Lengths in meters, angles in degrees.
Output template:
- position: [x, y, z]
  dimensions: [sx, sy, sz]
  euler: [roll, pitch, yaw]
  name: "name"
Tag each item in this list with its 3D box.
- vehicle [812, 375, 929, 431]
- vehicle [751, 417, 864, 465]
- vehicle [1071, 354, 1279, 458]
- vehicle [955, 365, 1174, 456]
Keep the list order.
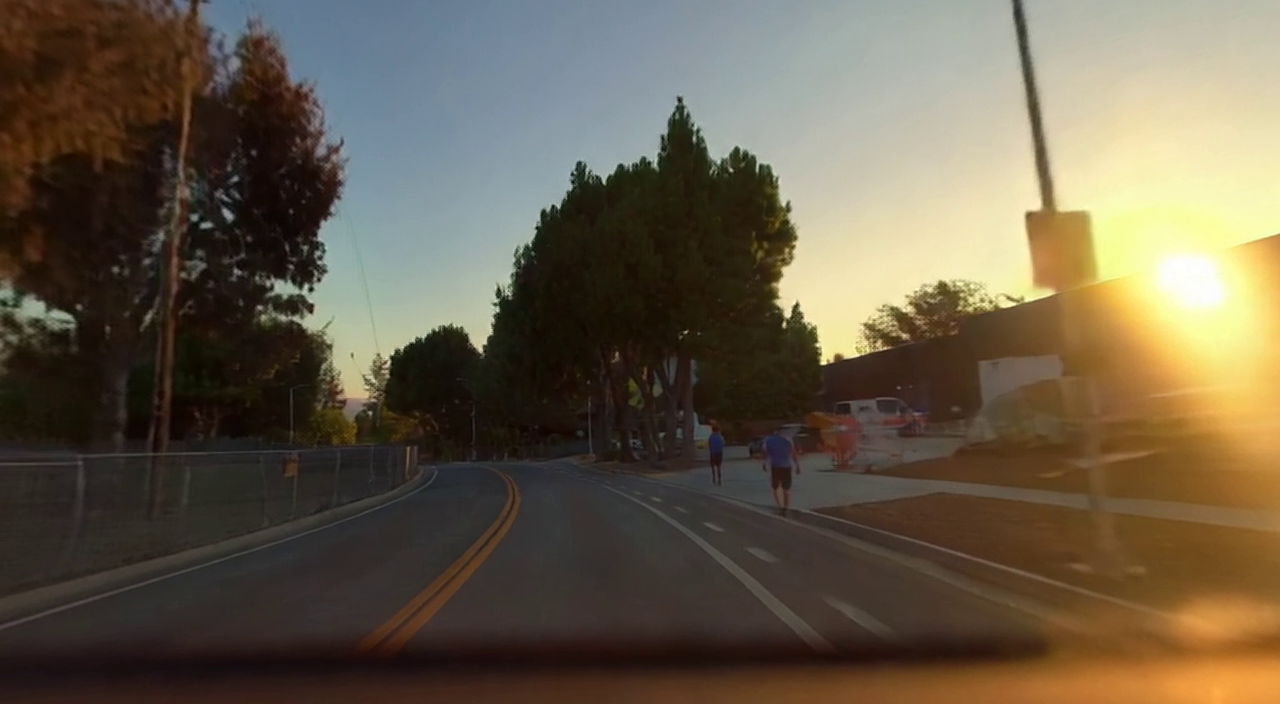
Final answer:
- position: [9.542, 2.149, 26.155]
  dimensions: [4.180, 1.880, 2.028]
  euler: [7, -8, -20]
  name: "vehicle"
- position: [8.317, 4.405, 31.364]
  dimensions: [5.021, 1.930, 2.119]
  euler: [-1, -9, -25]
  name: "vehicle"
- position: [9.760, 0.997, 10.907]
  dimensions: [3.451, 1.504, 1.652]
  euler: [3, -10, -4]
  name: "vehicle"
- position: [9.135, 1.345, 13.785]
  dimensions: [3.674, 1.559, 1.775]
  euler: [5, -10, -7]
  name: "vehicle"
